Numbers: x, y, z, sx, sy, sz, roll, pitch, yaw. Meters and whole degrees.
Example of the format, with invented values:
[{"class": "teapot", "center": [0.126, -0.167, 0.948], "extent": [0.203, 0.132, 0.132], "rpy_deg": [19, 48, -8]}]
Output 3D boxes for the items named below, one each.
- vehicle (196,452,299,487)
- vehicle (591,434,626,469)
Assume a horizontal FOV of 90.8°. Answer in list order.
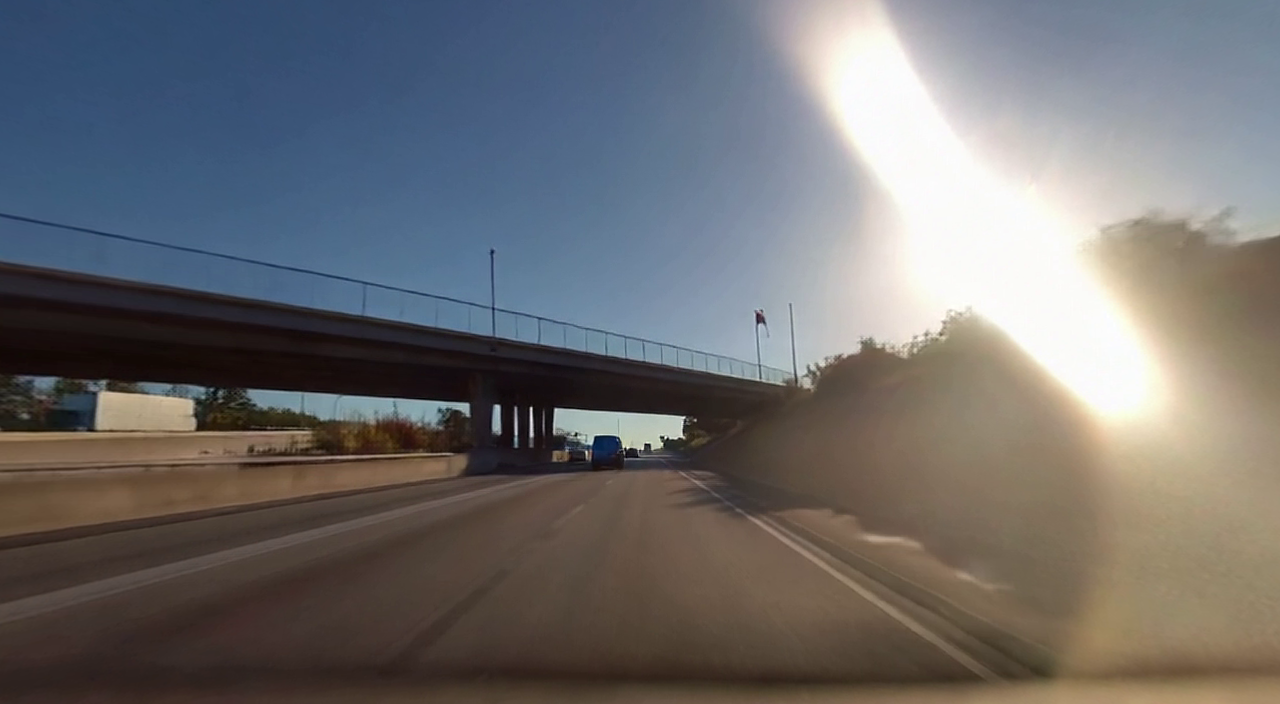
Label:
[{"class": "vehicle", "center": [-18.569, 5.546, 30.171], "extent": [1.851, 1.488, 4.707], "rpy_deg": [0, -9, 1]}, {"class": "vehicle", "center": [-2.369, 7.794, 49.595], "extent": [2.437, 2.565, 5.829], "rpy_deg": [0, -9, 0]}]
